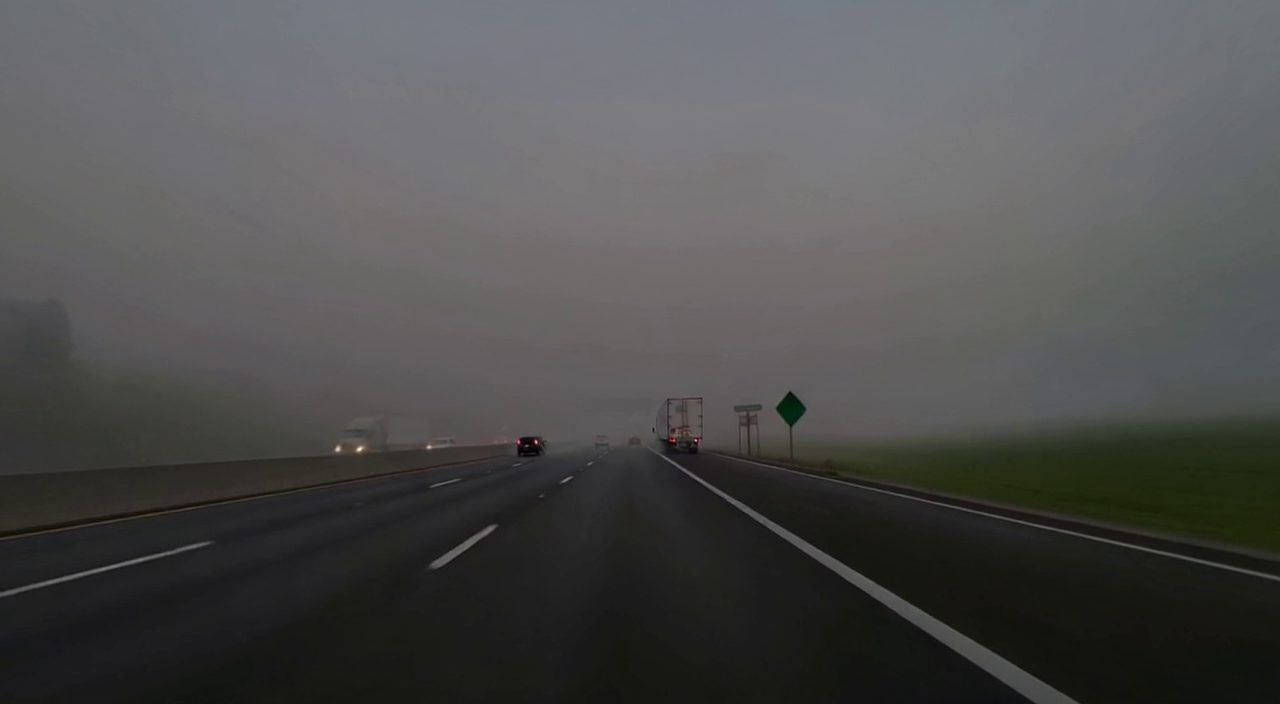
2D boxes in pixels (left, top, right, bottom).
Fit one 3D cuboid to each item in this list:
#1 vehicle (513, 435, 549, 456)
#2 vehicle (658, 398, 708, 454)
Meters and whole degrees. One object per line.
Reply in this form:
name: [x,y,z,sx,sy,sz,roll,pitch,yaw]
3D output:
vehicle: [-8.065,6.952,46.935,2.018,1.454,4.290,0,-8,-1]
vehicle: [3.074,5.745,48.513,2.760,3.710,12.230,0,-7,-1]
